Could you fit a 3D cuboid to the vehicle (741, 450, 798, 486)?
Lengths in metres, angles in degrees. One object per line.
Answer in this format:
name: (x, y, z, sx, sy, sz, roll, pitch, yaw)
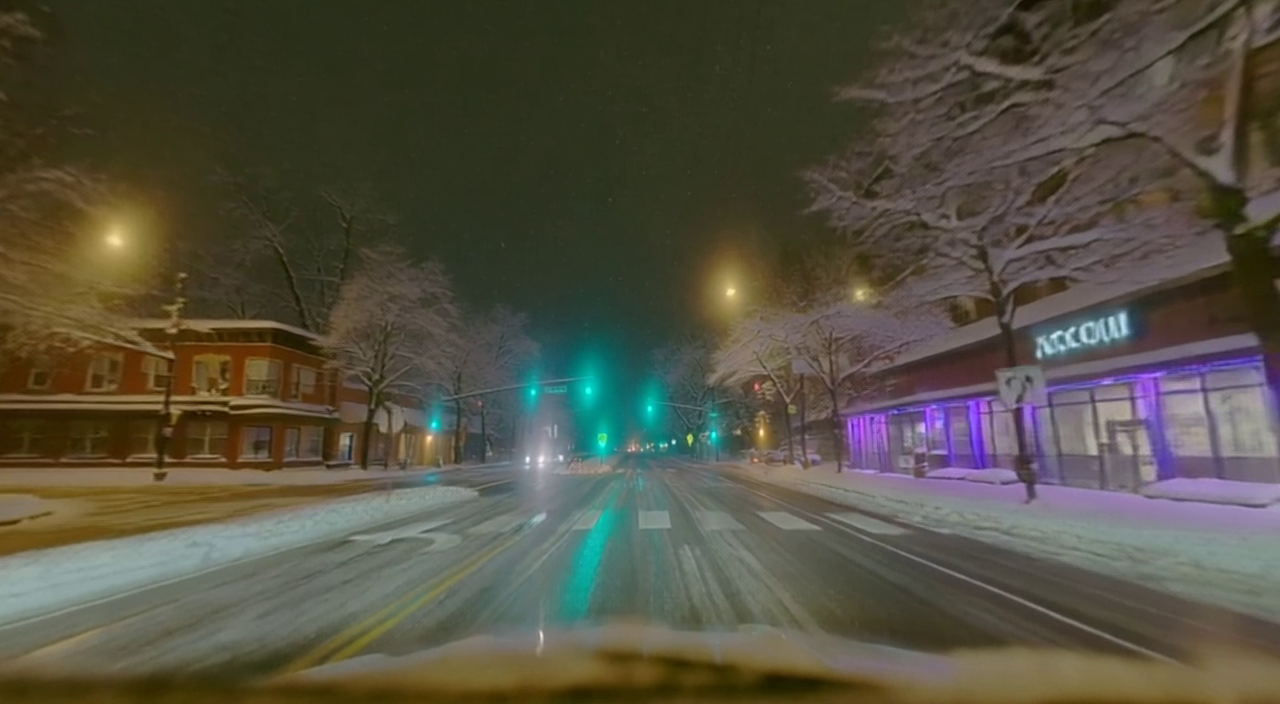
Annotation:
vehicle: (6.267, 5.651, 30.979, 1.906, 1.523, 4.336, 2, -9, 0)
